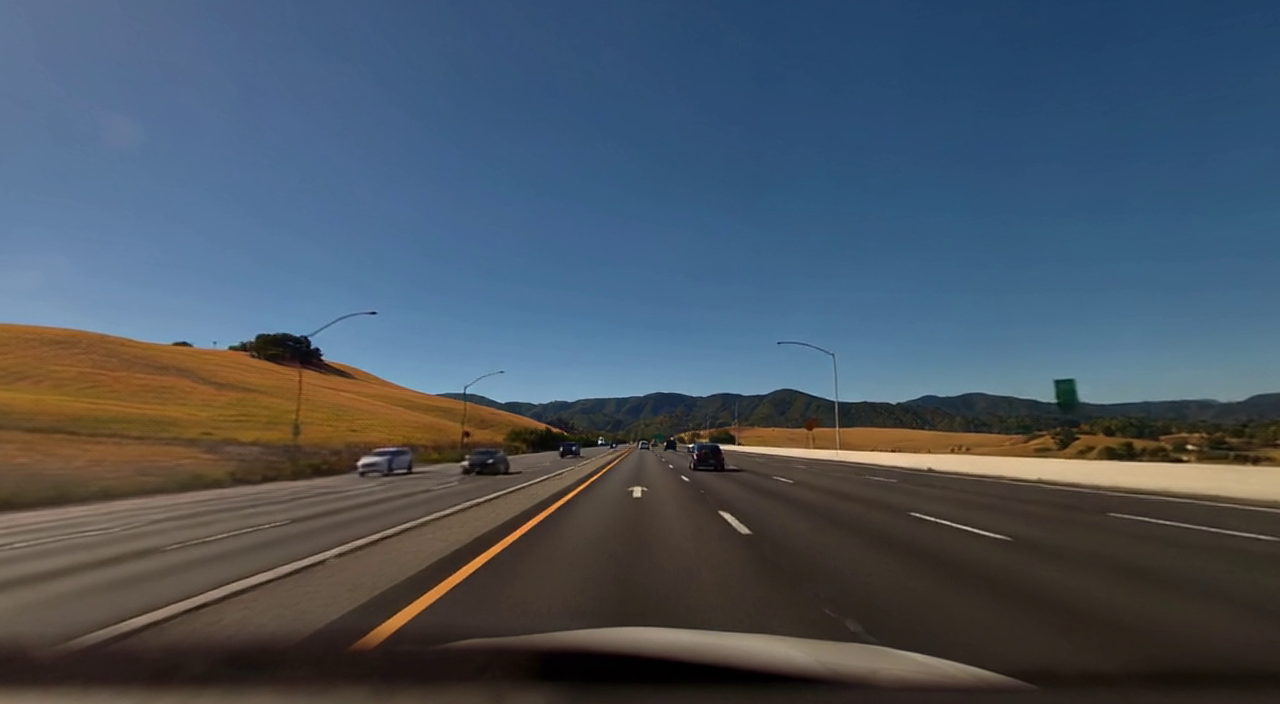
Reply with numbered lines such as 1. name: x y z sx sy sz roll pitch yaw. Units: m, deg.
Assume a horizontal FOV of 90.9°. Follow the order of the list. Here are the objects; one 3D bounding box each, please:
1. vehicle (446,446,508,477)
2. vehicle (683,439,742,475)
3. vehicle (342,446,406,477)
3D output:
1. vehicle: -8.692 5.854 34.066 2.068 1.494 4.604 0 -8 1
2. vehicle: 3.086 4.587 27.767 2.044 1.444 4.216 0 -8 0
3. vehicle: -15.628 6.434 37.298 1.972 1.685 4.032 0 -8 1
